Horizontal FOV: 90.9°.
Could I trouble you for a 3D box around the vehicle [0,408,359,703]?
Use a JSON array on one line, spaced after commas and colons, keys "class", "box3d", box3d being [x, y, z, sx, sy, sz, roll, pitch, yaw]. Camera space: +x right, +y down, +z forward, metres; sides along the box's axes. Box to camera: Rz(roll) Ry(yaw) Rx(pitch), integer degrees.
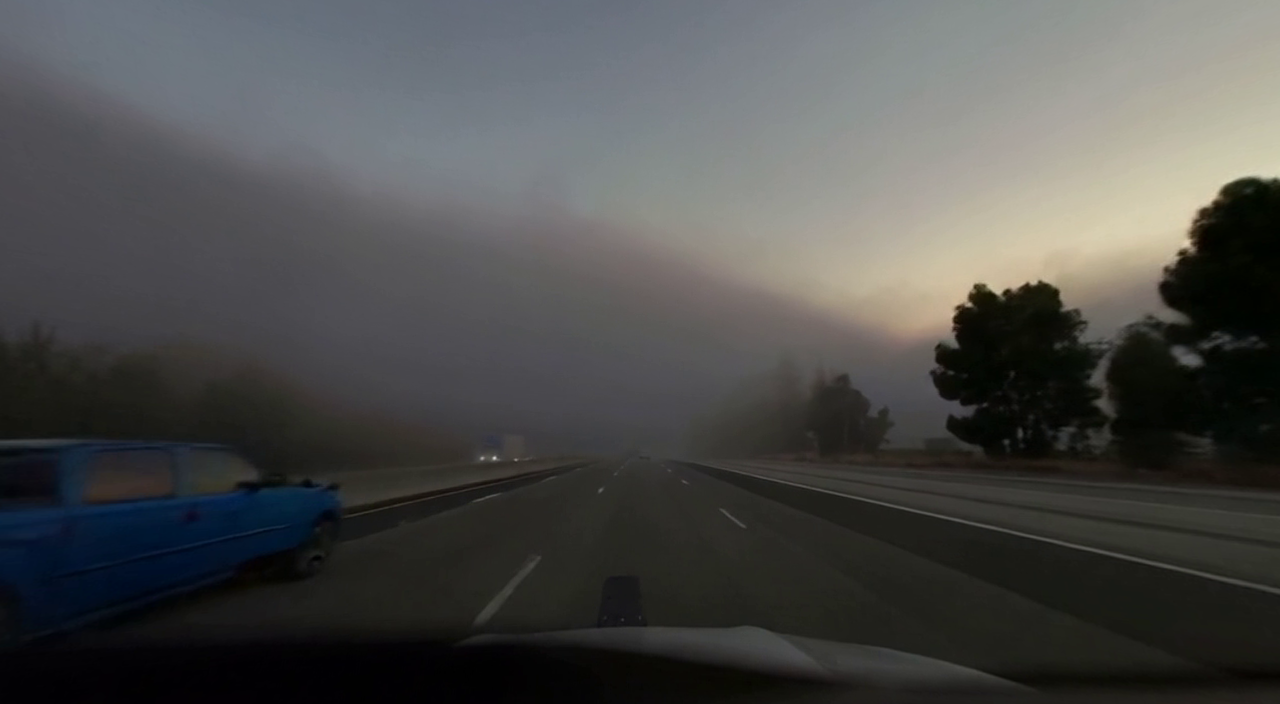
[{"class": "vehicle", "box3d": [-4.178, 1.219, 4.157, 2.128, 1.521, 5.409, 0, -9, 0]}]
